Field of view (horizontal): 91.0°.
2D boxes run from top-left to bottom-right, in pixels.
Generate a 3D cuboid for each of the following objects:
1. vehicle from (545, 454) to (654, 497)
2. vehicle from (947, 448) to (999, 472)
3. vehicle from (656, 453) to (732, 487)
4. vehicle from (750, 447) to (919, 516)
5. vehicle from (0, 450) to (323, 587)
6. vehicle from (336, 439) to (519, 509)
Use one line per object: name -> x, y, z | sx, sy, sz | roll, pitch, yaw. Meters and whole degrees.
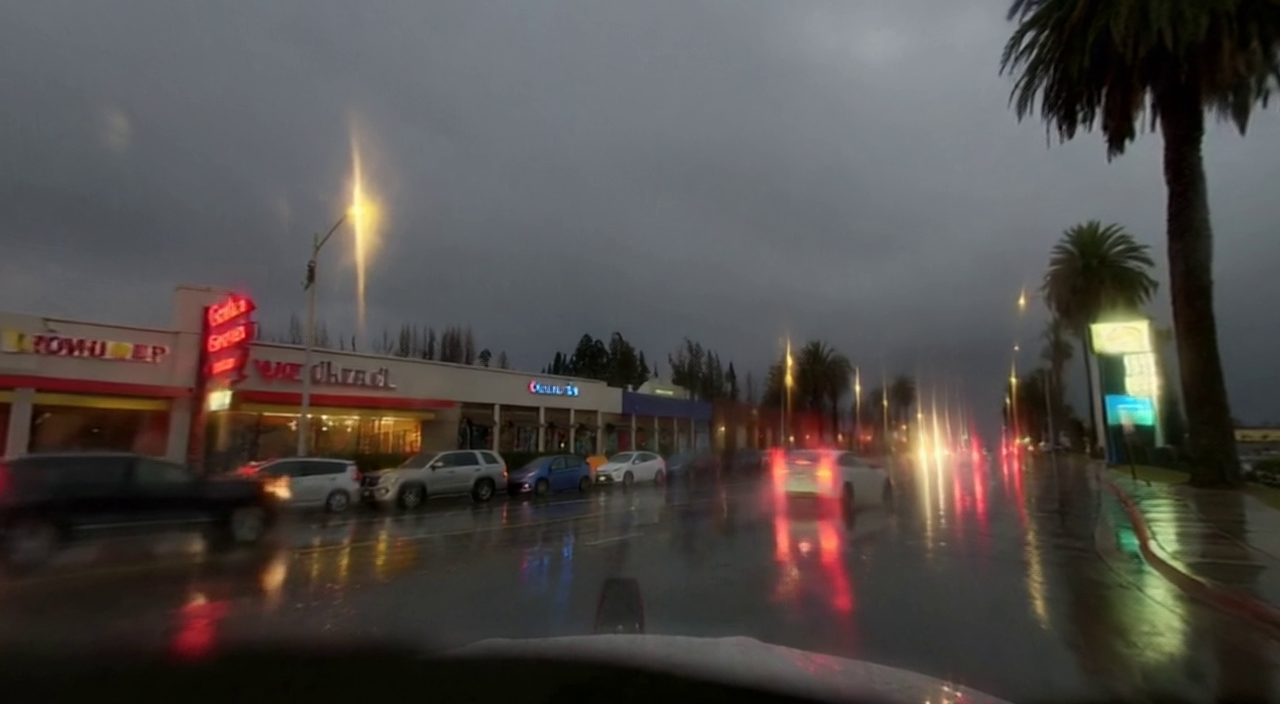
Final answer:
vehicle -> -1.502, 4.828, 24.928 | 1.837, 1.468, 4.389 | -6, -11, 37
vehicle -> 22.756, 7.319, 42.909 | 2.232, 1.513, 5.090 | -6, -11, 37
vehicle -> 2.727, 5.720, 30.788 | 1.776, 1.448, 4.137 | -6, -11, 36
vehicle -> 5.105, 3.177, 16.120 | 2.139, 1.461, 4.918 | -8, -12, 43
vehicle -> -7.237, 2.143, 8.798 | 2.090, 1.520, 4.452 | -7, -11, 39
vehicle -> -6.197, 3.721, 18.973 | 1.989, 1.792, 4.884 | -9, -15, 35
